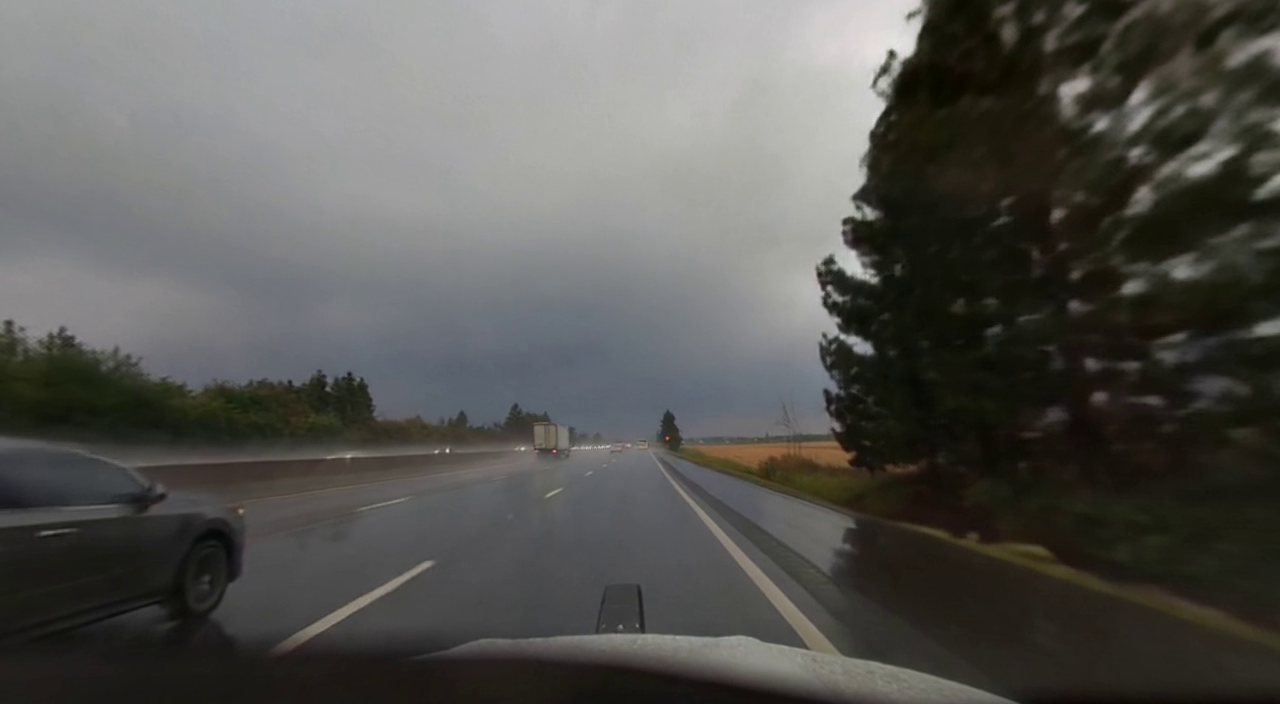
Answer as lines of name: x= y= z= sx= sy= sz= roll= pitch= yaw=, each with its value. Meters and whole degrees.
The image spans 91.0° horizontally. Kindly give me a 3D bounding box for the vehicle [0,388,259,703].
vehicle: x=-3.854 y=0.850 z=2.172 sx=2.028 sy=1.553 sz=4.820 roll=0 pitch=-9 yaw=0
